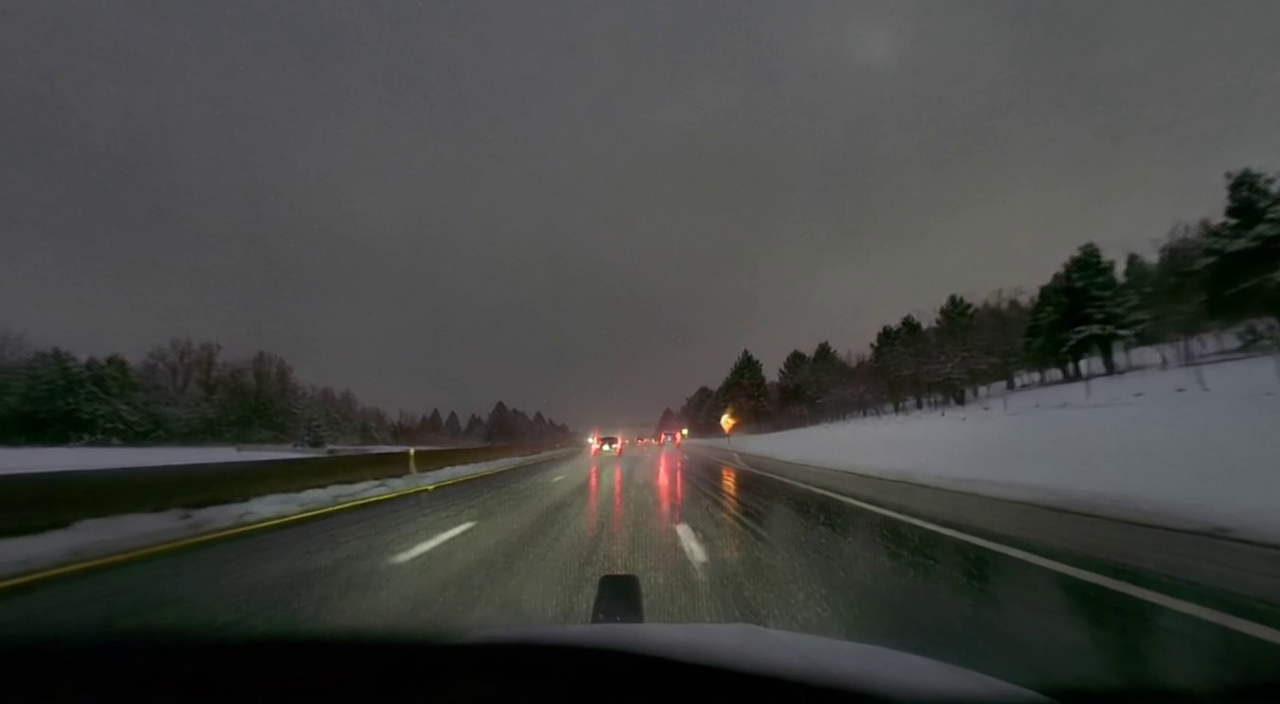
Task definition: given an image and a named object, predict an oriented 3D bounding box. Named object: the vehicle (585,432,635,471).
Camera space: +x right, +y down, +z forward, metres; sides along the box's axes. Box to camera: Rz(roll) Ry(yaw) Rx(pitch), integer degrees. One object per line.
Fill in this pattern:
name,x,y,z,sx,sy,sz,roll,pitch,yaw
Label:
vehicle,-1.256,4.424,28.248,2.039,1.589,4.324,0,-8,0
